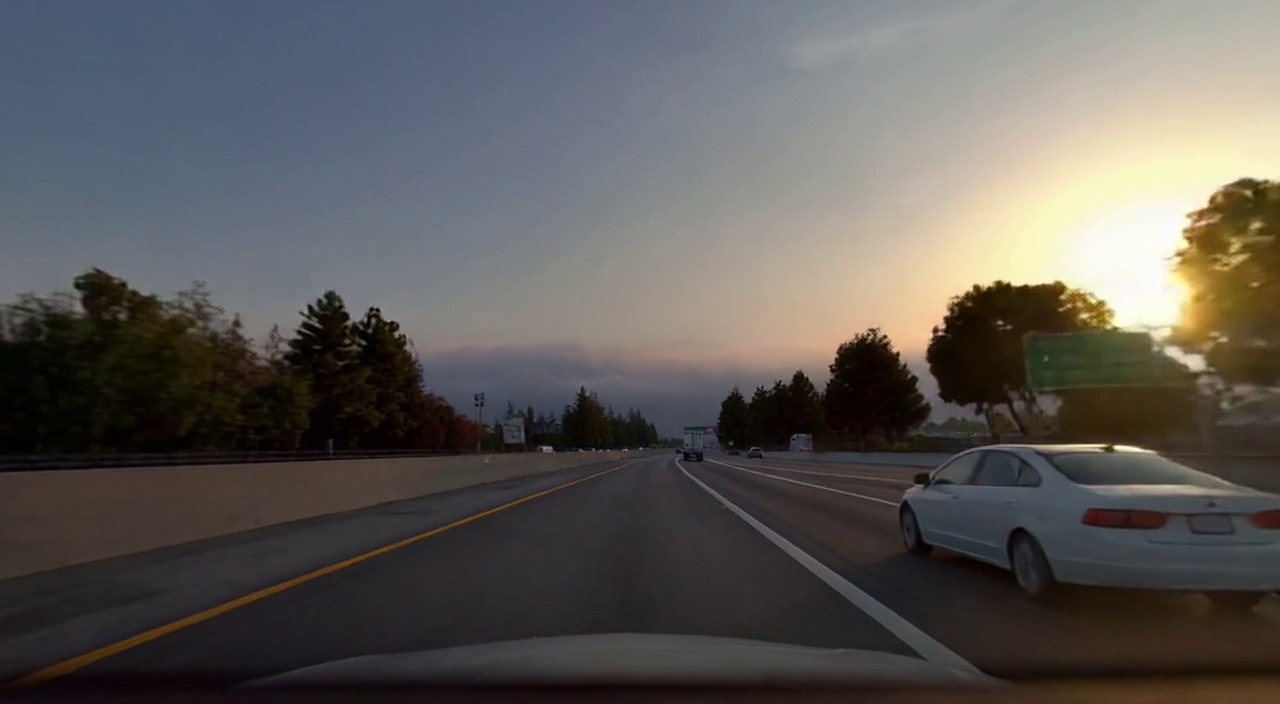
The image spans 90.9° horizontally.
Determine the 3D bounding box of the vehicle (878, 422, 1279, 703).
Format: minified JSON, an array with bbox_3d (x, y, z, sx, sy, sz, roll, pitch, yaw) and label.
[{"bbox_3d":[3.813,1.418,5.333,1.938,1.456,4.204,0,-9,0],"label":"vehicle"}]
